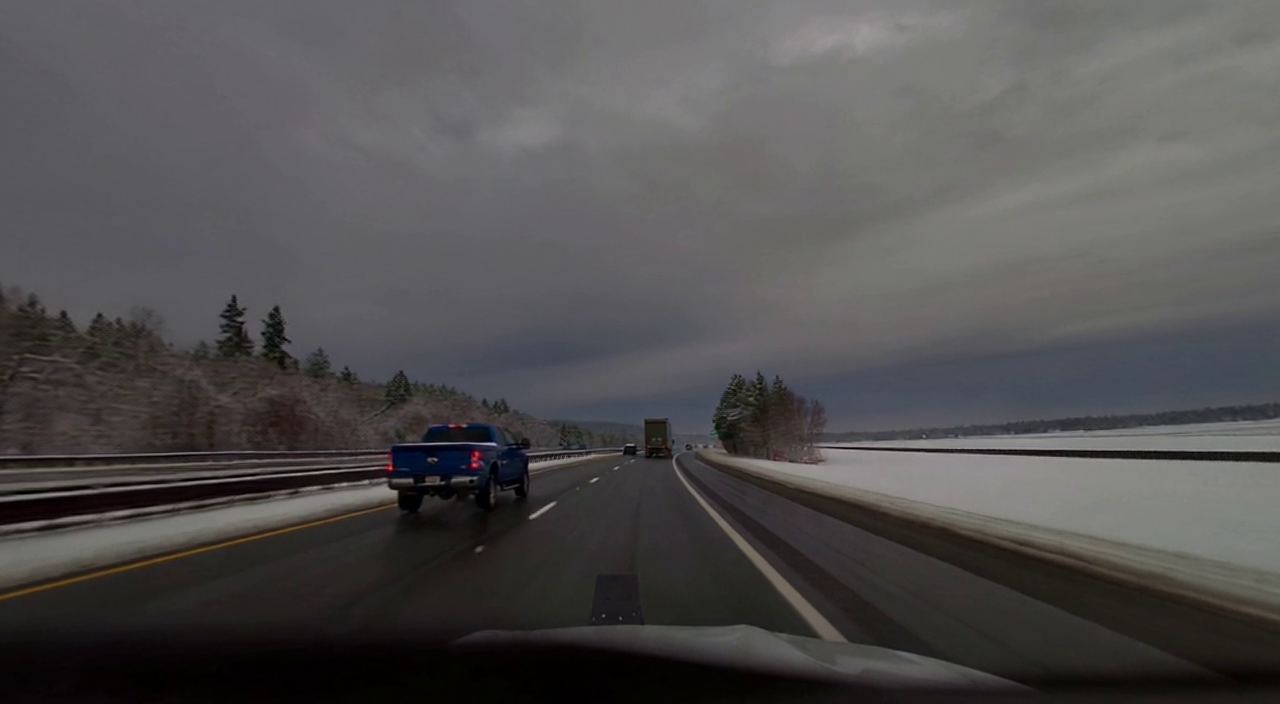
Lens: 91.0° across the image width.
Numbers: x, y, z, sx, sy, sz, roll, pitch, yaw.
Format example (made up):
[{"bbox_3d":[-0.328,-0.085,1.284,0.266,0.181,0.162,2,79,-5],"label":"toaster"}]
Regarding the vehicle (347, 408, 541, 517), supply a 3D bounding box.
[{"bbox_3d":[-3.699,2.241,13.123,2.295,1.815,4.983,0,-9,2],"label":"vehicle"}]
